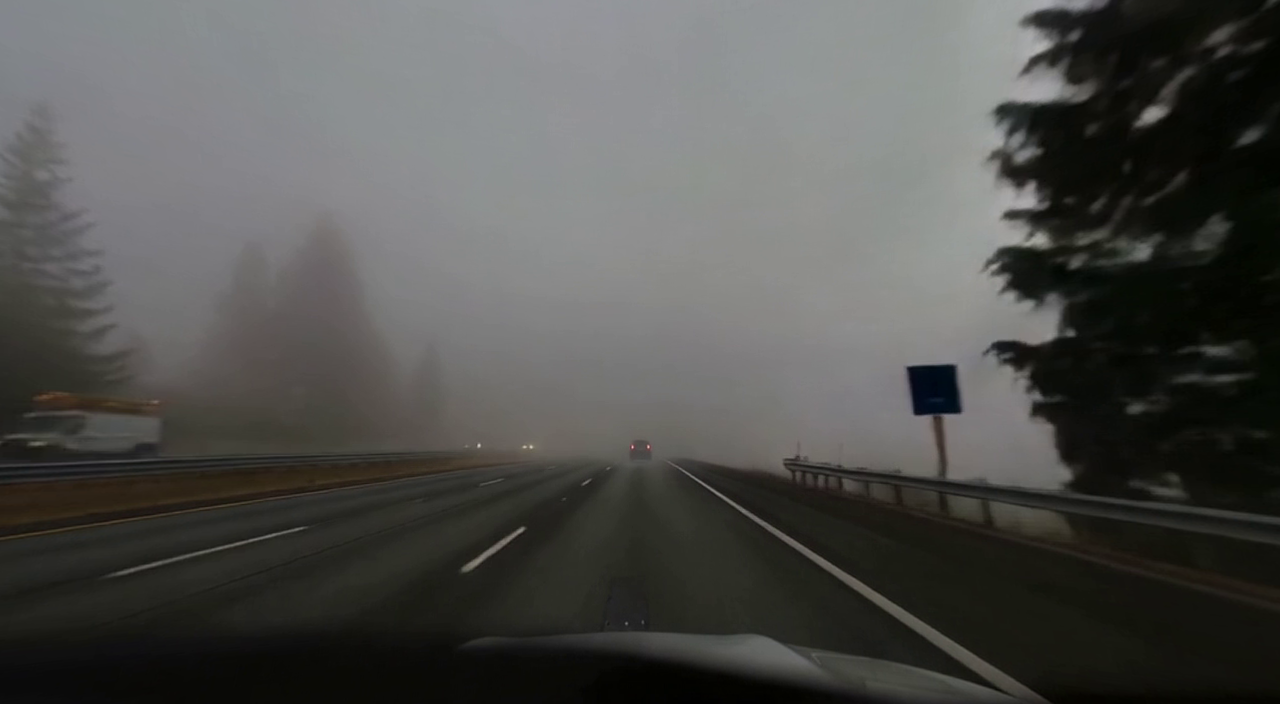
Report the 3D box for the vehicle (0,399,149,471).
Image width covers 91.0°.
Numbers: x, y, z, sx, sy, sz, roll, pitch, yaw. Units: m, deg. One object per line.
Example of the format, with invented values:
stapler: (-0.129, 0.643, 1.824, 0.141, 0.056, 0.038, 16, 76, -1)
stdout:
vehicle: (-23.806, 3.455, 25.957, 2.245, 2.605, 5.833, 0, -8, 1)
